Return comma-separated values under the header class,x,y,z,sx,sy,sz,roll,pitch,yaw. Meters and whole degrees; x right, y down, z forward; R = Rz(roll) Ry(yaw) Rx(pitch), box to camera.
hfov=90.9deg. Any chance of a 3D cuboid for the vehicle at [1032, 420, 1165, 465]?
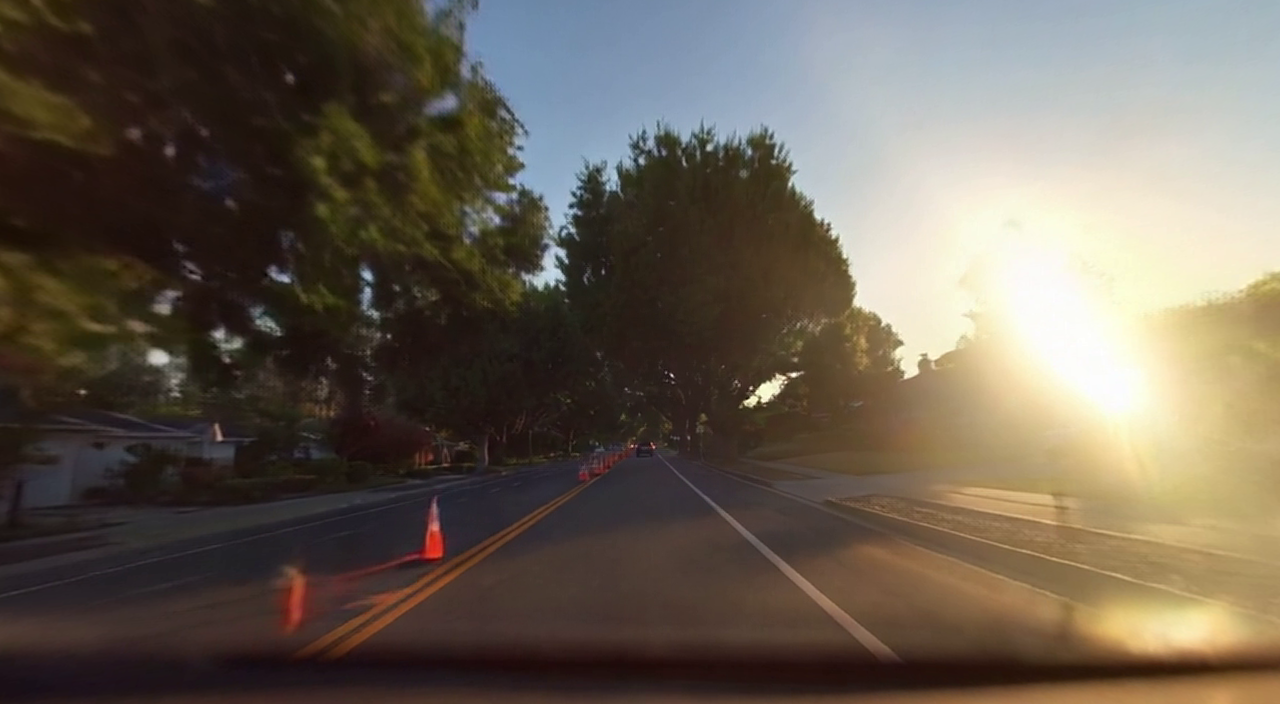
class,x,y,z,sx,sy,sz,roll,pitch,yaw
vehicle,16.812,3.347,23.206,3.462,1.576,1.863,1,-8,-5
